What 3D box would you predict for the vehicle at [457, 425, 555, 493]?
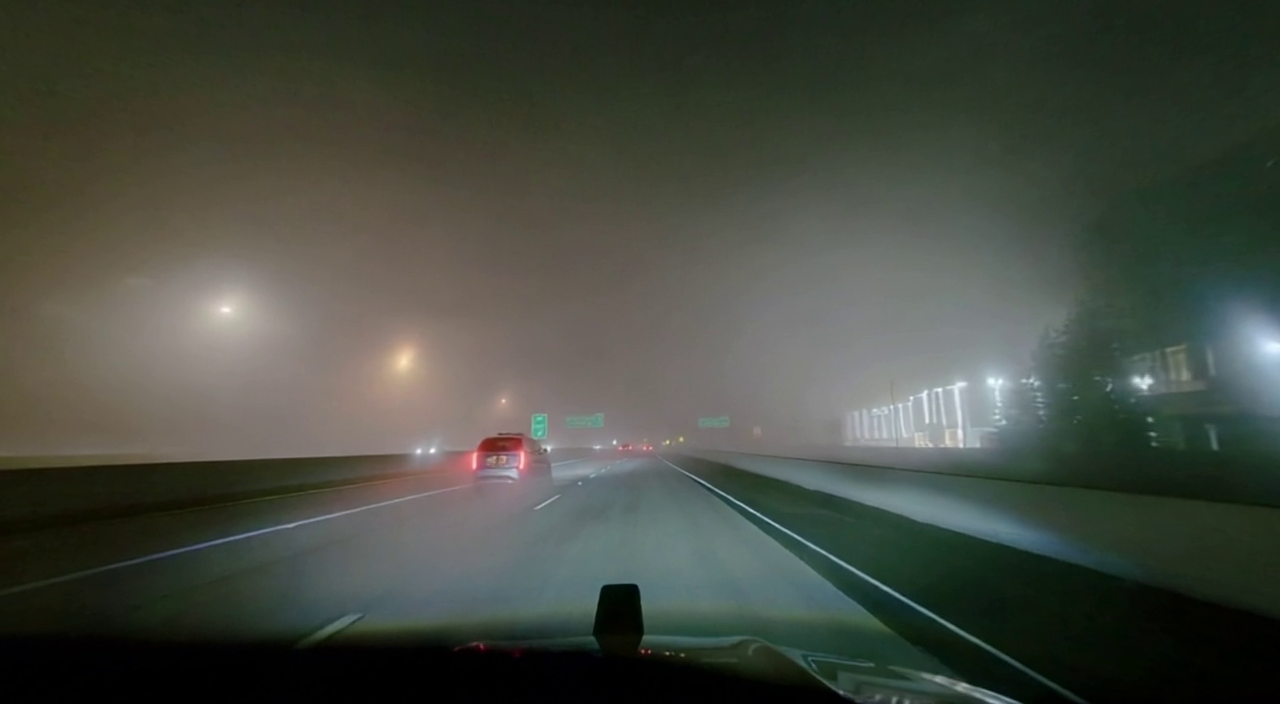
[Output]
[{"bbox_3d":[-3.882,3.177,19.107,2.047,1.786,4.217,0,-8,0],"label":"vehicle"}]
